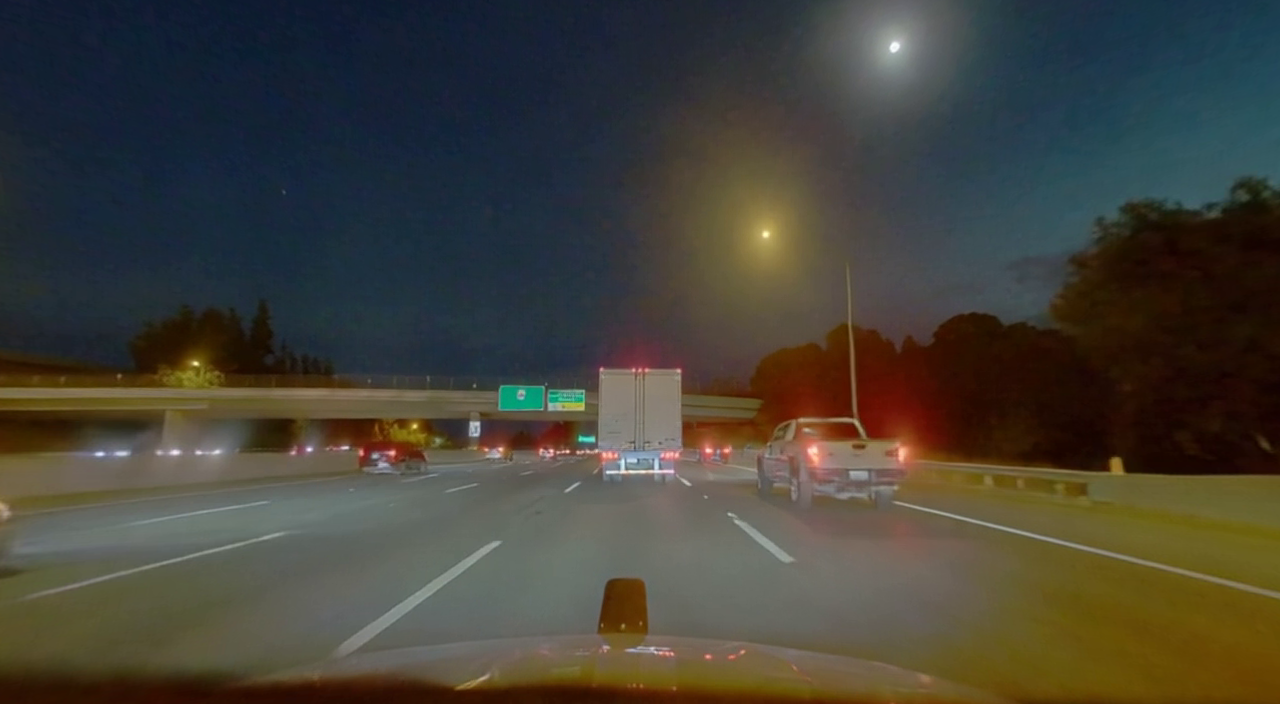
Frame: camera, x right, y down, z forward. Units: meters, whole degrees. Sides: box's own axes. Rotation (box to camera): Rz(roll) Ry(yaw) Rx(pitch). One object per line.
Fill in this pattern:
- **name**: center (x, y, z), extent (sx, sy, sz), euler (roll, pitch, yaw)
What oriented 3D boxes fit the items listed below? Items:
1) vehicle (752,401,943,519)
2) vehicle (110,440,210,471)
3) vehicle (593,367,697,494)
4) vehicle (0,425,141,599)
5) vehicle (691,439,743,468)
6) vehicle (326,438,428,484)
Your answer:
- **vehicle**: center (3.926, 2.195, 13.138), extent (2.174, 1.968, 5.016), euler (0, -9, -1)
- **vehicle**: center (-34.365, 7.454, 45.491), extent (2.187, 2.054, 6.638), euler (0, -9, -2)
- **vehicle**: center (-0.062, 3.020, 23.250), extent (2.916, 3.584, 10.841), euler (0, -9, -2)
- **vehicle**: center (-6.634, 1.264, 4.617), extent (2.057, 1.506, 4.829), euler (0, -9, -1)
- **vehicle**: center (4.186, 5.606, 35.028), extent (2.108, 1.508, 4.744), euler (0, -9, -2)
- **vehicle**: center (-10.848, 4.535, 26.516), extent (2.119, 1.747, 5.121), euler (0, -9, -1)
